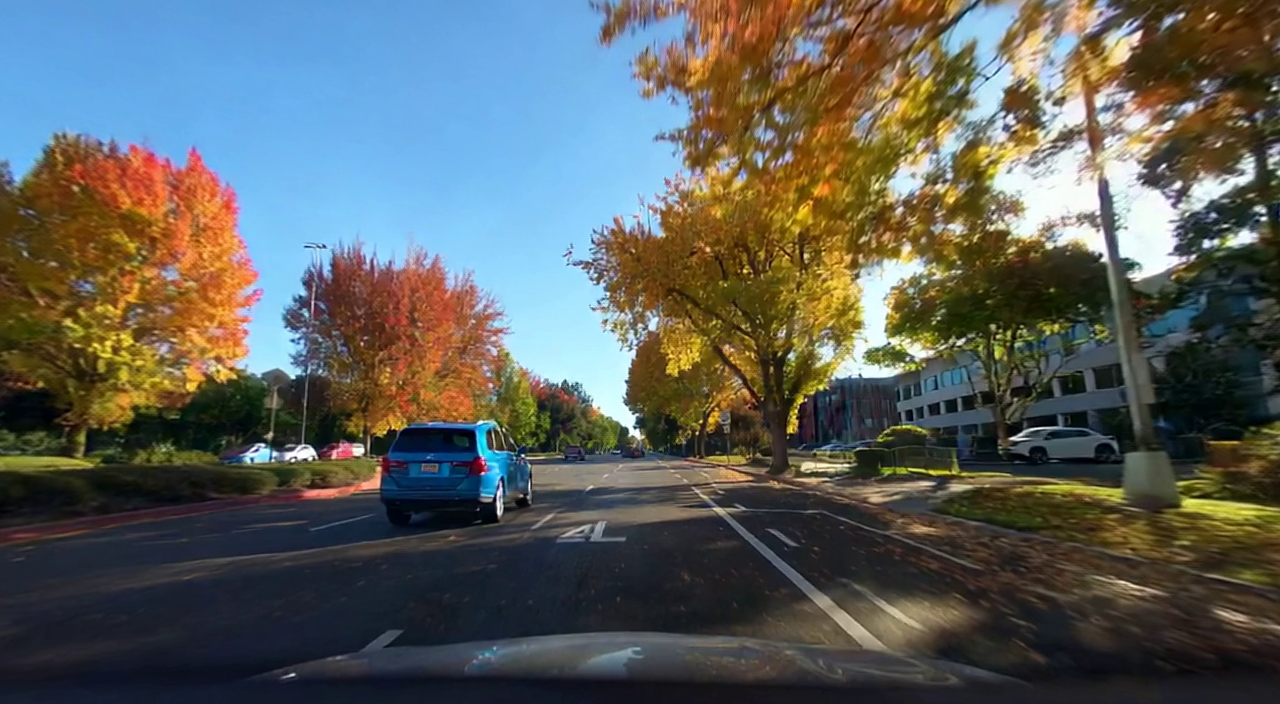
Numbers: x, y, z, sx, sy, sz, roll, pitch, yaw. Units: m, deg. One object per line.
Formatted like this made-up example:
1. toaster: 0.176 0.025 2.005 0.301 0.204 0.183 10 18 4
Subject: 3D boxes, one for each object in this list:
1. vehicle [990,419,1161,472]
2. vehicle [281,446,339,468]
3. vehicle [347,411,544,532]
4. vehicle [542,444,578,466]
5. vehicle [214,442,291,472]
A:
1. vehicle: 18.885 4.060 27.475 5.903 2.099 2.290 0 -8 -6
2. vehicle: -25.073 7.973 48.008 1.844 1.619 4.725 0 -9 0
3. vehicle: -3.259 2.131 11.723 2.112 1.779 4.489 0 -9 1
4. vehicle: -5.699 7.370 45.346 1.982 1.478 4.465 0 -9 1
5. vehicle: -25.180 6.827 41.135 1.990 1.822 4.751 0 -9 0
